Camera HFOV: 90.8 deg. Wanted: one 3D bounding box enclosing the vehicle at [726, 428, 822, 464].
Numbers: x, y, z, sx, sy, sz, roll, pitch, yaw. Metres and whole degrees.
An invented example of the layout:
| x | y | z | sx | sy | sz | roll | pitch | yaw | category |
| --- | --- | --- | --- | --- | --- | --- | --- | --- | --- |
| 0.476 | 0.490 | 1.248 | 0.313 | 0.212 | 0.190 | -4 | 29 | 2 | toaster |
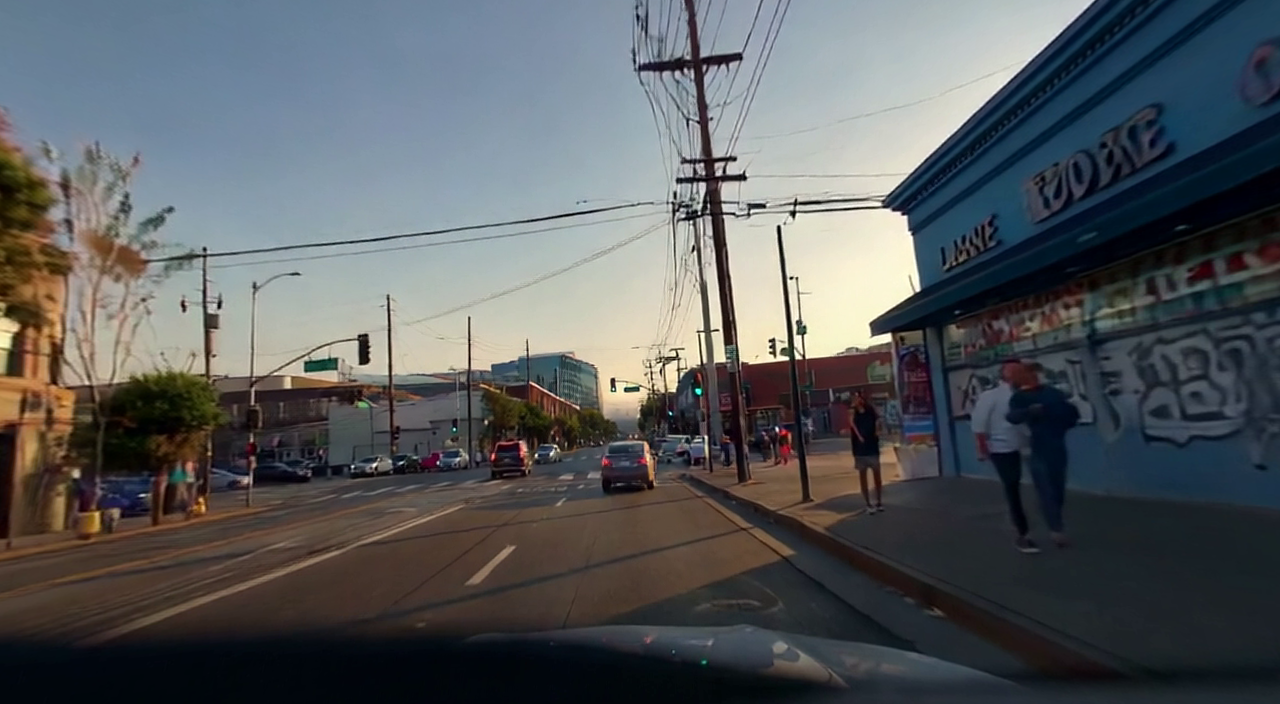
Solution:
| x | y | z | sx | sy | sz | roll | pitch | yaw | category |
| --- | --- | --- | --- | --- | --- | --- | --- | --- | --- |
| 7.318 | 5.136 | 34.792 | 4.714 | 1.686 | 1.973 | -1 | -6 | -8 | vehicle |

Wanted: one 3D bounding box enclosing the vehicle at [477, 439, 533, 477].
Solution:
| x | y | z | sx | sy | sz | roll | pitch | yaw | category |
| --- | --- | --- | --- | --- | --- | --- | --- | --- | --- |
| -6.722 | 5.323 | 31.920 | 2.063 | 1.751 | 4.229 | 0 | -9 | -2 | vehicle |

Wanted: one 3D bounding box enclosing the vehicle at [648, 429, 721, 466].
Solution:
| x | y | z | sx | sy | sz | roll | pitch | yaw | category |
| --- | --- | --- | --- | --- | --- | --- | --- | --- | --- |
| 2.550 | 5.296 | 35.283 | 2.161 | 1.749 | 4.478 | -7 | -8 | 31 | vehicle |

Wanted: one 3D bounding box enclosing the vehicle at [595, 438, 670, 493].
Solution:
| x | y | z | sx | sy | sz | roll | pitch | yaw | category |
| --- | --- | --- | --- | --- | --- | --- | --- | --- | --- |
| -0.263 | 3.463 | 19.652 | 2.059 | 1.497 | 4.260 | 0 | -9 | -1 | vehicle |

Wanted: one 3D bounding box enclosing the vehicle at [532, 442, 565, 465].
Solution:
| x | y | z | sx | sy | sz | roll | pitch | yaw | category |
| --- | --- | --- | --- | --- | --- | --- | --- | --- | --- |
| -6.329 | 7.037 | 44.007 | 2.097 | 1.457 | 4.439 | 0 | -9 | -7 | vehicle |

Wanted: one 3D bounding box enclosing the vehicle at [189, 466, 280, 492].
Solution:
| x | y | z | sx | sy | sz | roll | pitch | yaw | category |
| --- | --- | --- | --- | --- | --- | --- | --- | --- | --- |
| -26.086 | 8.185 | 40.711 | 4.479 | 1.484 | 2.036 | -1 | -9 | 2 | vehicle |
